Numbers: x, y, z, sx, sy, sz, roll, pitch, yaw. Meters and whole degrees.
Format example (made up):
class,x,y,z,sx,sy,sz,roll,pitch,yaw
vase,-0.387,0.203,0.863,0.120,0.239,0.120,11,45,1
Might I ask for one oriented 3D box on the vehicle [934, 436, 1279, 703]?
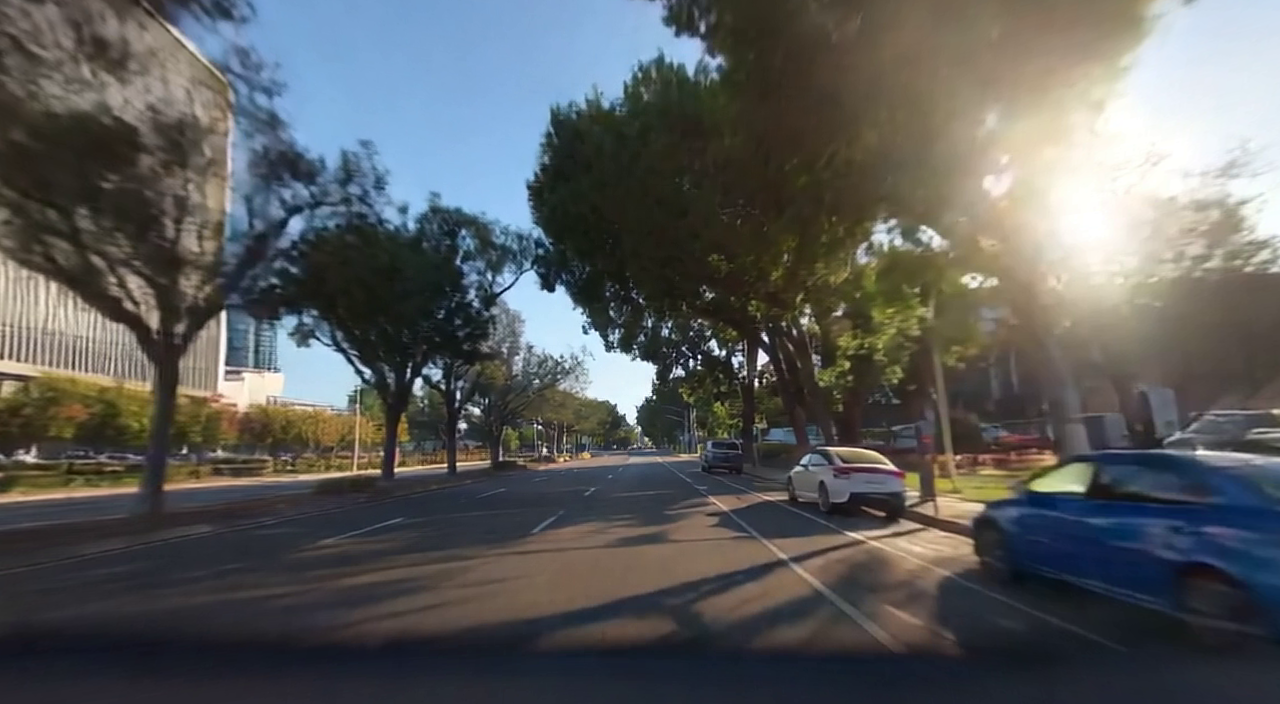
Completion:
class,x,y,z,sx,sy,sz,roll,pitch,yaw
vehicle,4.407,1.433,5.093,1.865,1.457,4.689,0,-8,1

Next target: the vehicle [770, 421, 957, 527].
class,x,y,z,sx,sy,sz,roll,pitch,yaw
vehicle,4.442,2.517,13.606,2.198,1.834,4.963,0,-8,0

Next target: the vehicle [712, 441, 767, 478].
class,x,y,z,sx,sy,sz,roll,pitch,yaw
vehicle,4.895,5.332,31.601,1.987,1.718,4.698,0,-8,0
